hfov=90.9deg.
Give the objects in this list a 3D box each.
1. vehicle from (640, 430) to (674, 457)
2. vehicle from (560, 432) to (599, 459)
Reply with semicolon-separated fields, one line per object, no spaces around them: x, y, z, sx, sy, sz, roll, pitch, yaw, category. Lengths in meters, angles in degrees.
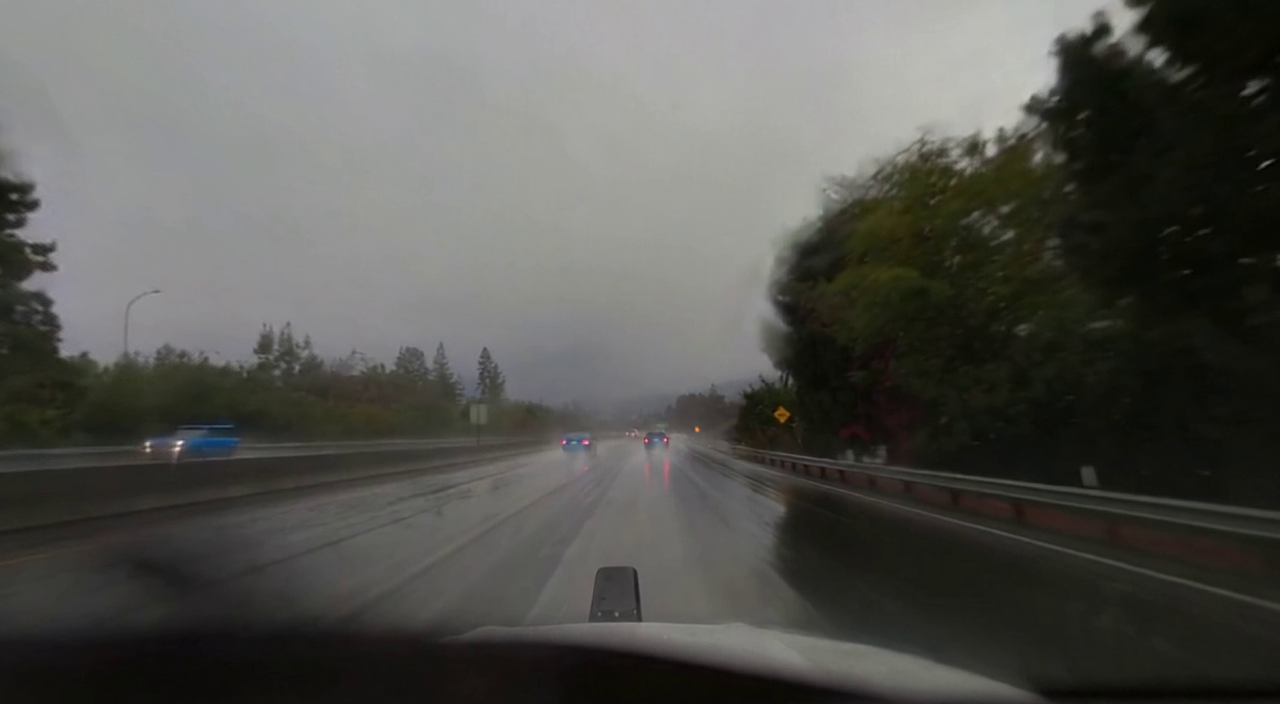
1.024;5.810;40.255;2.041;1.618;3.898;0;-8;0;vehicle
-3.529;5.521;37.450;1.950;1.518;3.941;0;-8;0;vehicle
